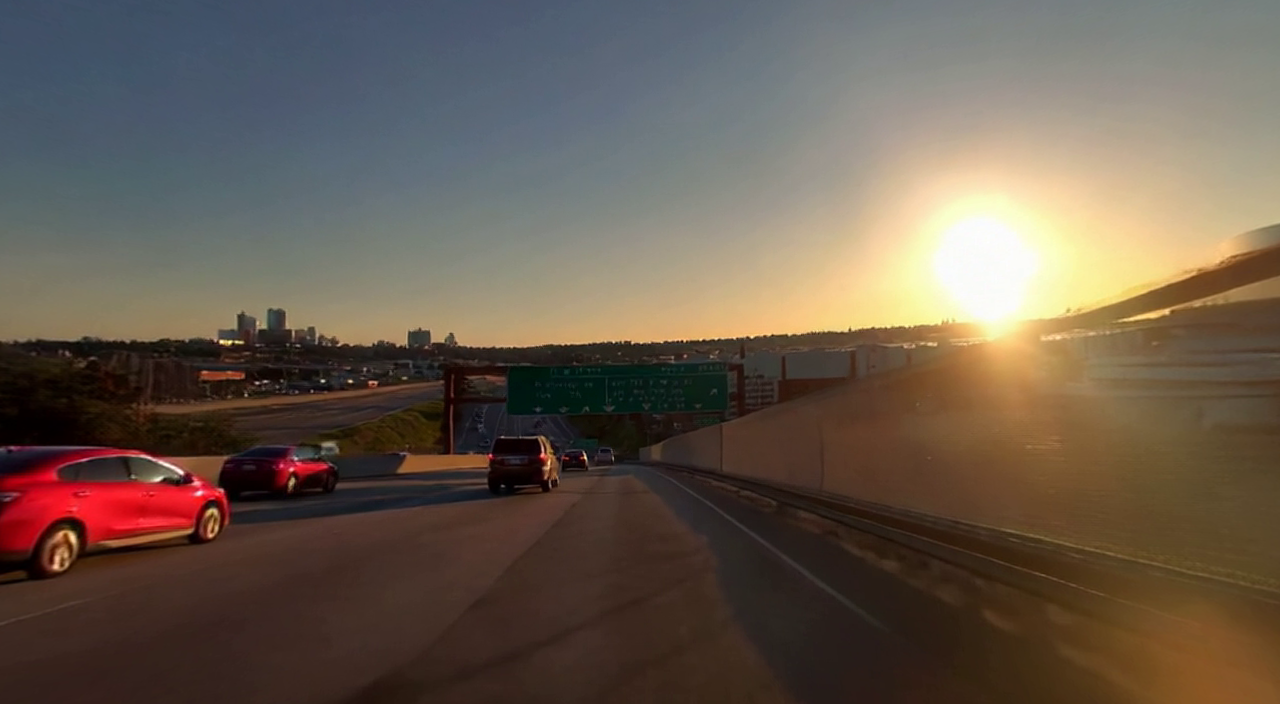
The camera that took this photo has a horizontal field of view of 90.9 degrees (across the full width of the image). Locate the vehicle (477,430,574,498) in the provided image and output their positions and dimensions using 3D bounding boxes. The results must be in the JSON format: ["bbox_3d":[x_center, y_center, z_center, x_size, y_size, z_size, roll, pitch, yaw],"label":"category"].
[{"bbox_3d":[-3.678,3.689,21.363,2.301,1.985,5.247,0,-8,0],"label":"vehicle"}]

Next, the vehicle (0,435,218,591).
[{"bbox_3d":[-7.144,1.778,7.573,1.796,1.509,3.393,0,-8,-1],"label":"vehicle"}]

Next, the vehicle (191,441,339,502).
[{"bbox_3d":[-11.424,3.631,19.655,1.919,1.665,4.394,0,-8,-1],"label":"vehicle"}]
